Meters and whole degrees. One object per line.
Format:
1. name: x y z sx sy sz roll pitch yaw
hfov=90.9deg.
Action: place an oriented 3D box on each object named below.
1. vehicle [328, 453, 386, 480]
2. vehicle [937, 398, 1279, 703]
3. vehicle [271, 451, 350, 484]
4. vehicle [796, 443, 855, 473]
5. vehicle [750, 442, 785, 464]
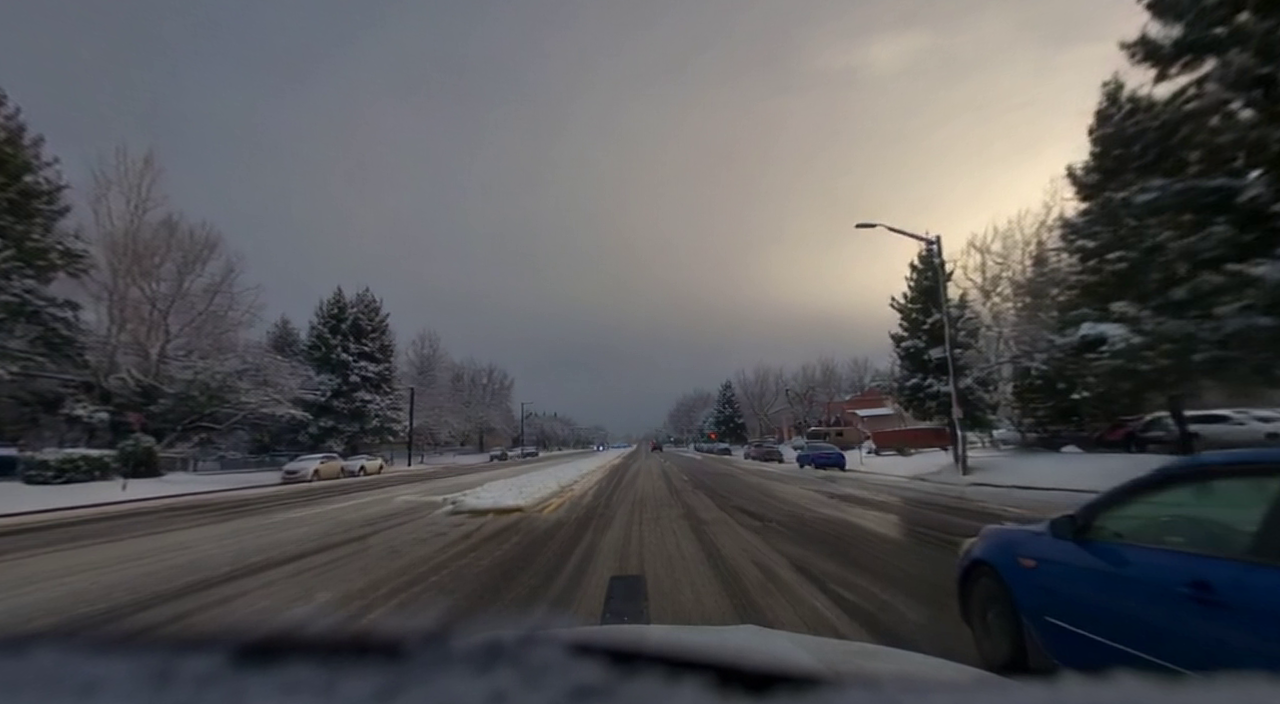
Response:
1. vehicle: -18.386 7.442 41.170 1.828 1.457 4.292 -3 -7 0
2. vehicle: 3.153 0.884 2.102 2.141 1.443 4.499 0 -8 0
3. vehicle: -18.523 6.465 35.715 1.993 1.686 4.698 0 -8 -1
4. vehicle: 9.976 5.709 34.218 1.889 1.472 4.304 0 -8 0
5. vehicle: 9.912 7.835 49.161 1.889 1.629 4.072 0 -8 0
